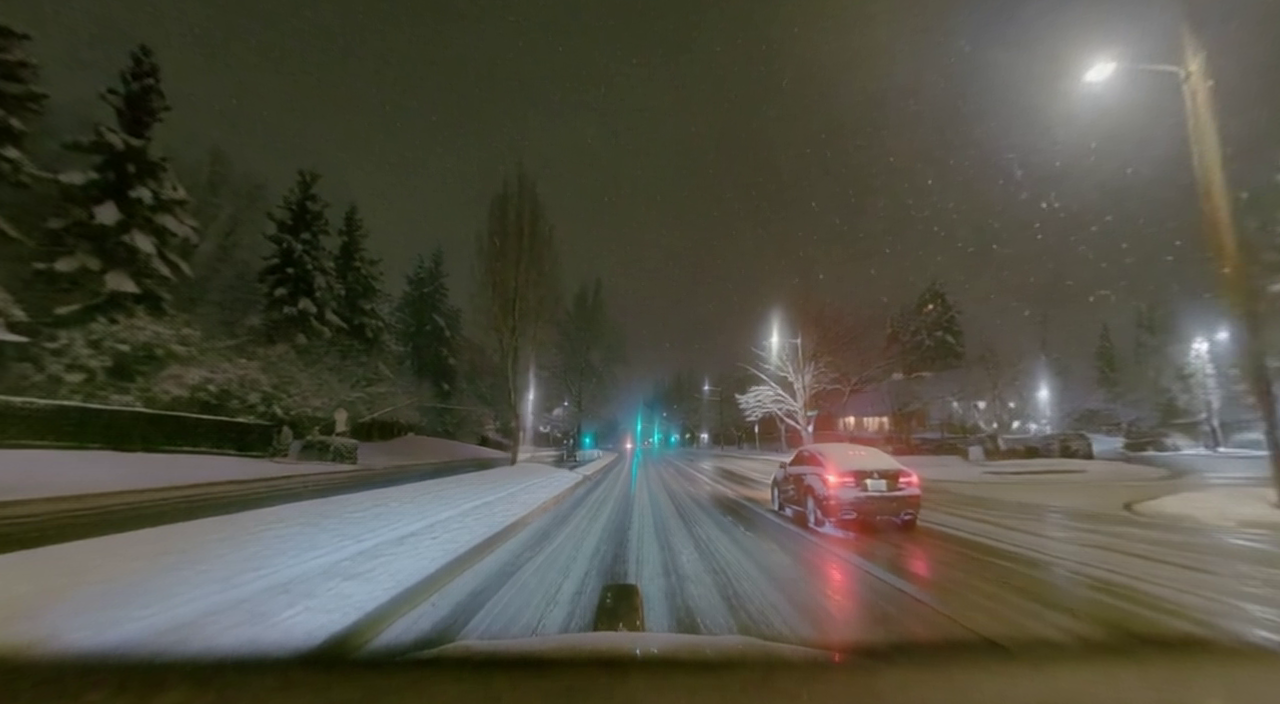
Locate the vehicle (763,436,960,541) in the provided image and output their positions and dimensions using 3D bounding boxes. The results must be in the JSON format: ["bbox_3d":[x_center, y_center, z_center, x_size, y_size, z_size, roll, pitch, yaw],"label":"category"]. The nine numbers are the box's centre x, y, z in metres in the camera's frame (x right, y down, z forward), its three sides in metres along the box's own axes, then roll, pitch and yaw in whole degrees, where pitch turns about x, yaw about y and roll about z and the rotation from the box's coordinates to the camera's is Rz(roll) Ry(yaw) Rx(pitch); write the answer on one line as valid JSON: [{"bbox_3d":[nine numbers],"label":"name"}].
[{"bbox_3d":[3.525,2.236,10.985,1.852,1.453,4.083,0,-9,-1],"label":"vehicle"}]

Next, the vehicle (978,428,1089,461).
[{"bbox_3d":[25.485,6.002,41.055,5.672,1.841,2.092,-2,-7,0],"label":"vehicle"}]

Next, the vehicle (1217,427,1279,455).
[{"bbox_3d":[41.524,5.911,41.981,4.176,1.781,2.144,0,-9,-1],"label":"vehicle"}]
